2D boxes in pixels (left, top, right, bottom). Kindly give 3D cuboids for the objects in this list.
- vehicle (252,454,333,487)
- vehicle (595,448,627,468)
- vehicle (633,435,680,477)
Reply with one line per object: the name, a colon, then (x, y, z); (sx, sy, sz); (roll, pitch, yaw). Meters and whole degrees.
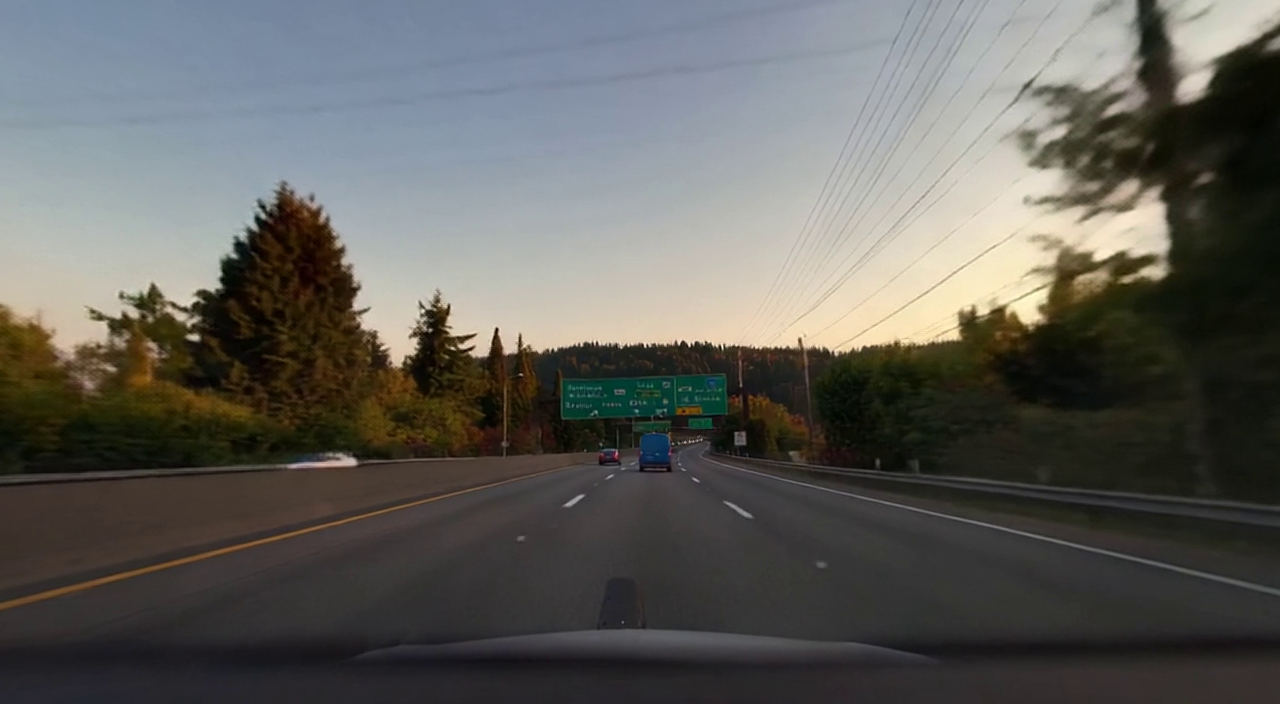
vehicle: (-17.347, 5.904, 31.710); (1.673, 1.469, 3.993); (-1, -9, 2)
vehicle: (-2.185, 8.087, 48.041); (1.996, 1.433, 4.316); (-1, -9, 3)
vehicle: (0.865, 5.397, 32.785); (2.261, 1.969, 5.104); (-1, -9, 2)
